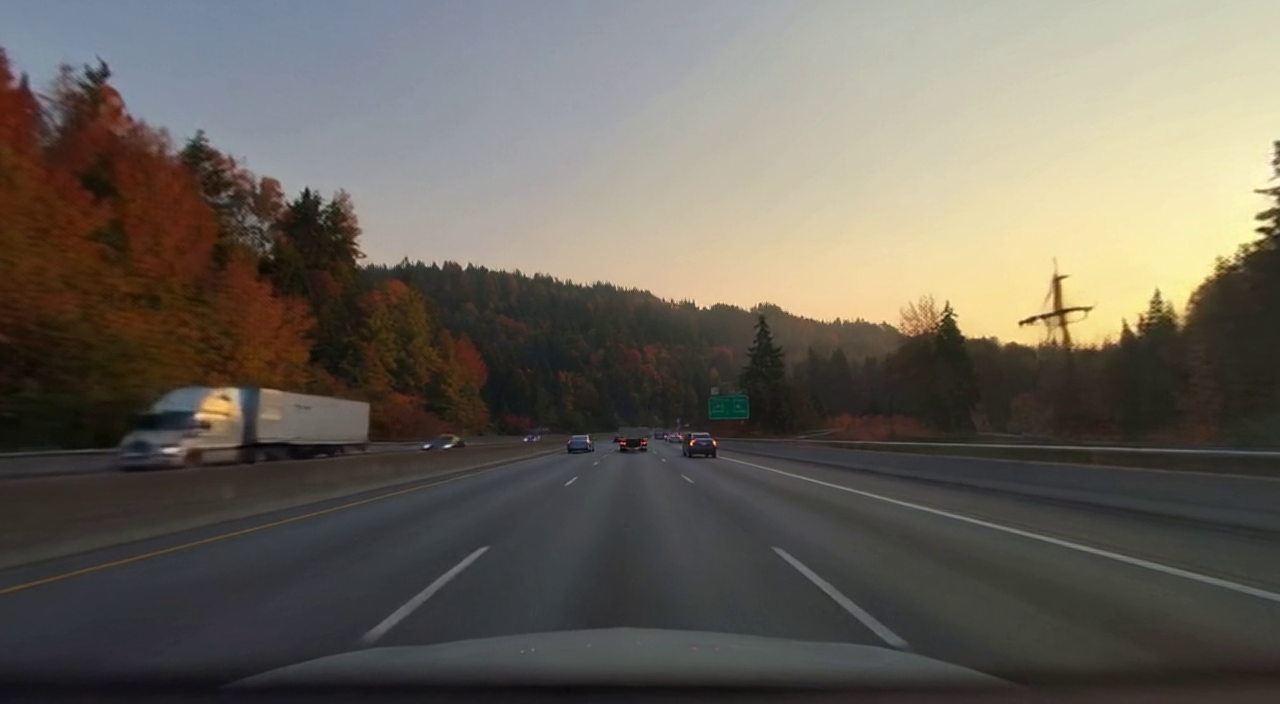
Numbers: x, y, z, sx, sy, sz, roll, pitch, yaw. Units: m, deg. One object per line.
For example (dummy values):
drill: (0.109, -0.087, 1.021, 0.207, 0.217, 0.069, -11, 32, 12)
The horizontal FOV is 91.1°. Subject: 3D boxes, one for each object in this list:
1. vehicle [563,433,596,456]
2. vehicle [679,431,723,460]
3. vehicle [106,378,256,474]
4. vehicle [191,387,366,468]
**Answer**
vehicle: (-4.175, 6.418, 43.878, 2.027, 1.501, 3.920, 0, -8, -1)
vehicle: (3.303, 5.165, 34.892, 1.882, 1.492, 3.958, 0, -8, -2)
vehicle: (-20.943, 3.442, 29.085, 3.119, 4.054, 4.699, 0, -7, 1)
vehicle: (-21.029, 4.712, 38.192, 2.931, 4.041, 13.156, 0, -8, -1)
